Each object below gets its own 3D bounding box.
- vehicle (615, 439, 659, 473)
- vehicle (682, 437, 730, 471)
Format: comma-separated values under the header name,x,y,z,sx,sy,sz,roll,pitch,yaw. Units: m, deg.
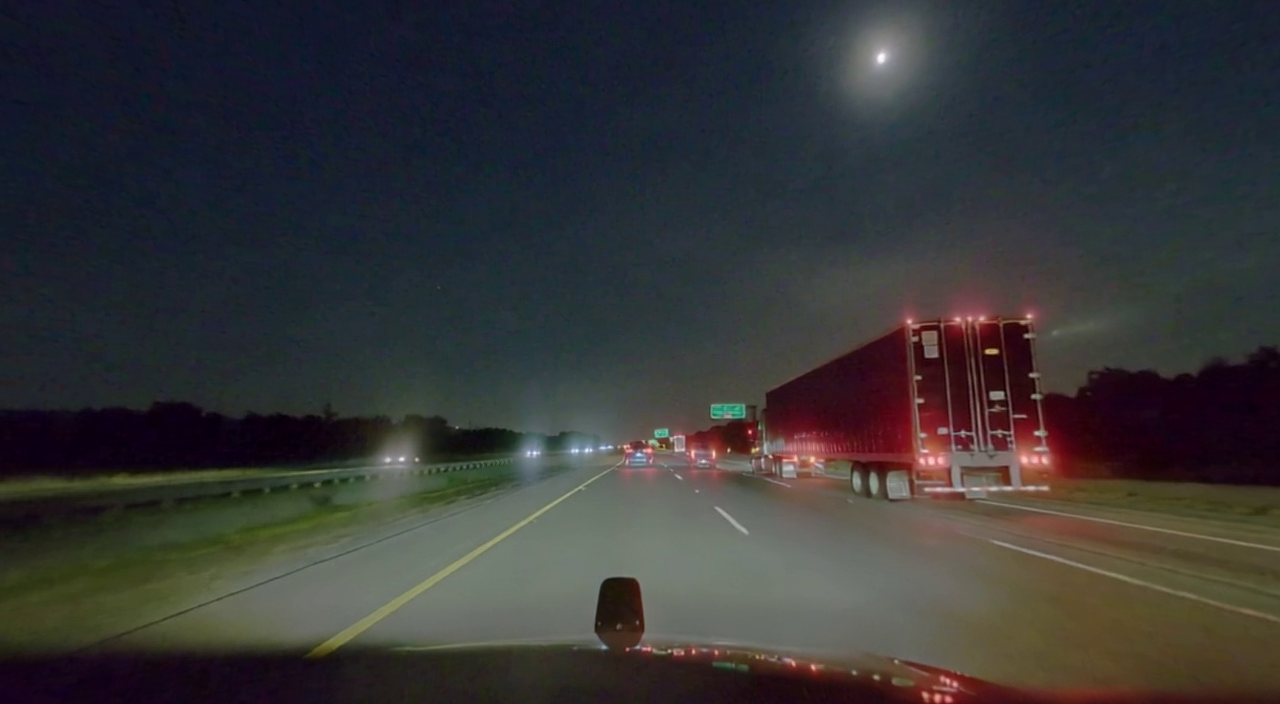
name,x,y,z,sx,sy,sz,roll,pitch,yaw
vehicle,-0.131,5.404,32.861,2.142,1.664,4.076,0,-9,1
vehicle,3.743,5.915,36.695,2.269,1.839,4.554,0,-9,-1
